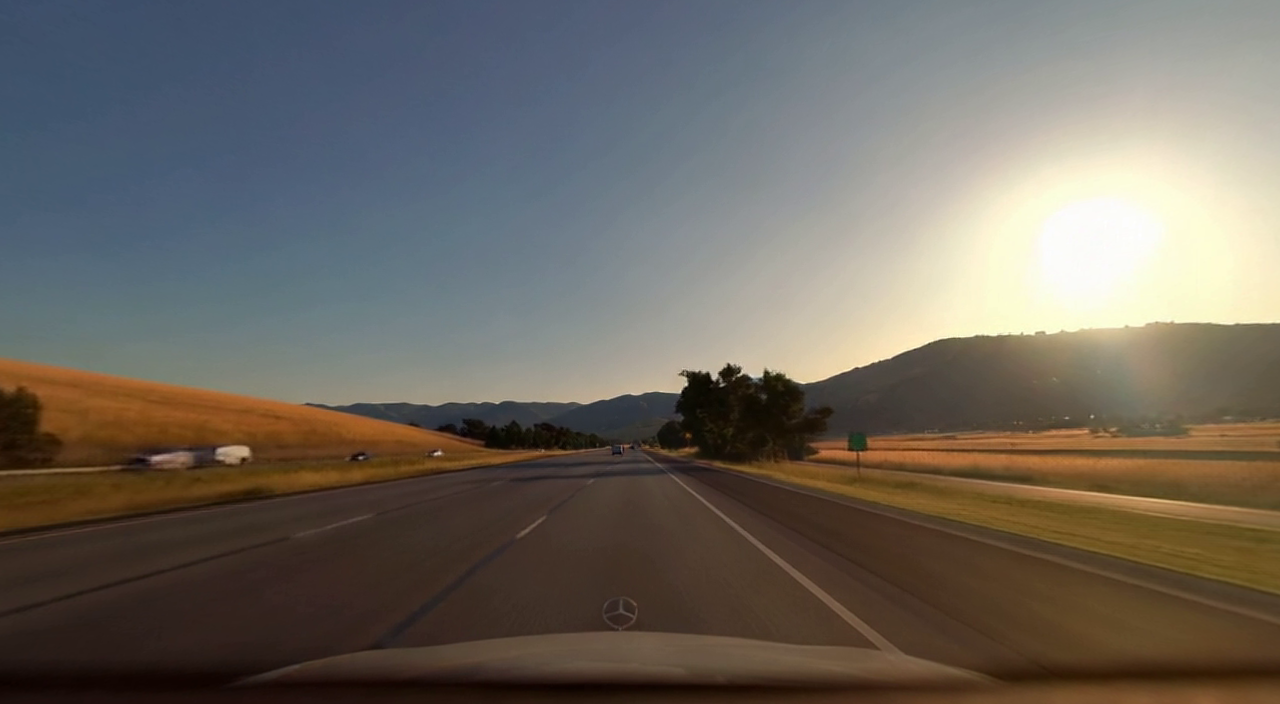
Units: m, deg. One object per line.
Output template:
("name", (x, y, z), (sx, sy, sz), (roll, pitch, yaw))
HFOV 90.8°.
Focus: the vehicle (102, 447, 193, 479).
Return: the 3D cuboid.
("vehicle", (-32.232, 7.238, 41.546), (1.940, 1.896, 4.941), (0, -8, 0))
